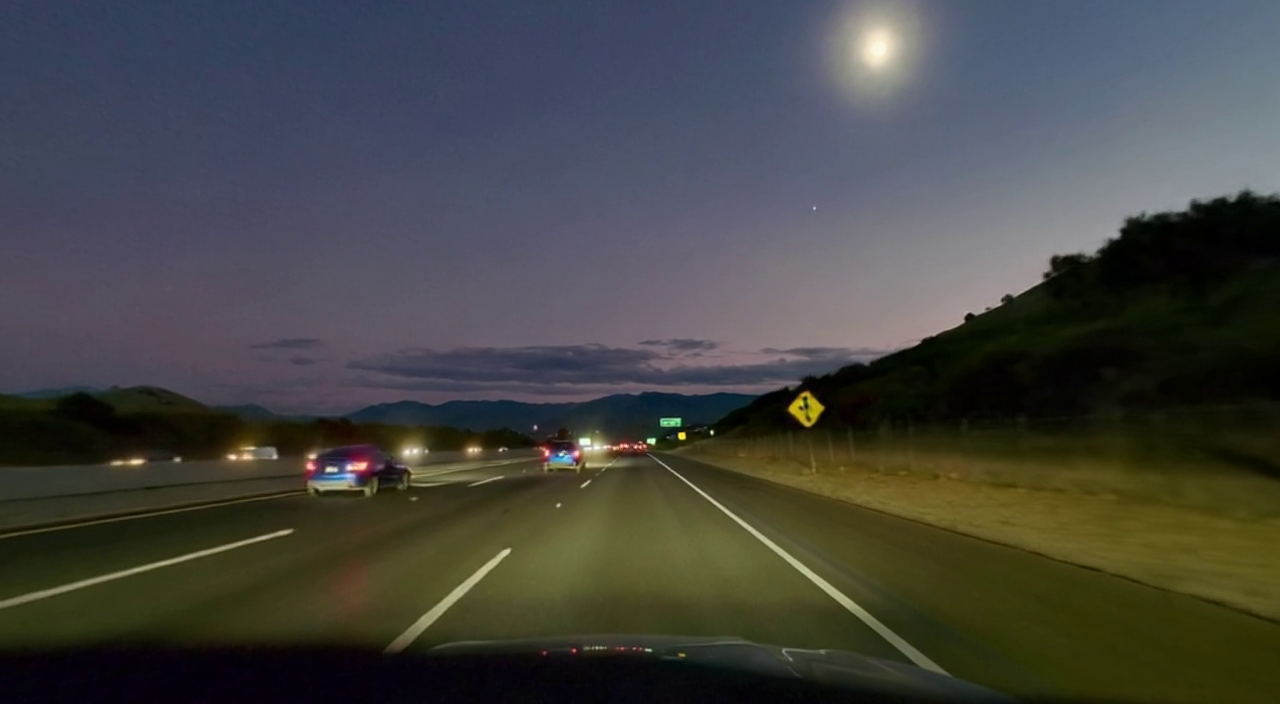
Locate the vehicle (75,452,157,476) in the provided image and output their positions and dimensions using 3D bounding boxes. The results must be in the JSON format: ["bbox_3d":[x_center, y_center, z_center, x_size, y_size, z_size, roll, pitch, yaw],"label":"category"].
[{"bbox_3d":[-36.363,7.774,44.035,1.832,1.473,4.566,0,-8,0],"label":"vehicle"}]

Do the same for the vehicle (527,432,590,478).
[{"bbox_3d":[-3.330,4.316,26.780,2.029,1.753,4.718,0,-8,0],"label":"vehicle"}]

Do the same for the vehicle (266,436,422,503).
[{"bbox_3d":[-7.504,3.002,16.634,1.930,1.508,4.567,0,-8,-1],"label":"vehicle"}]
